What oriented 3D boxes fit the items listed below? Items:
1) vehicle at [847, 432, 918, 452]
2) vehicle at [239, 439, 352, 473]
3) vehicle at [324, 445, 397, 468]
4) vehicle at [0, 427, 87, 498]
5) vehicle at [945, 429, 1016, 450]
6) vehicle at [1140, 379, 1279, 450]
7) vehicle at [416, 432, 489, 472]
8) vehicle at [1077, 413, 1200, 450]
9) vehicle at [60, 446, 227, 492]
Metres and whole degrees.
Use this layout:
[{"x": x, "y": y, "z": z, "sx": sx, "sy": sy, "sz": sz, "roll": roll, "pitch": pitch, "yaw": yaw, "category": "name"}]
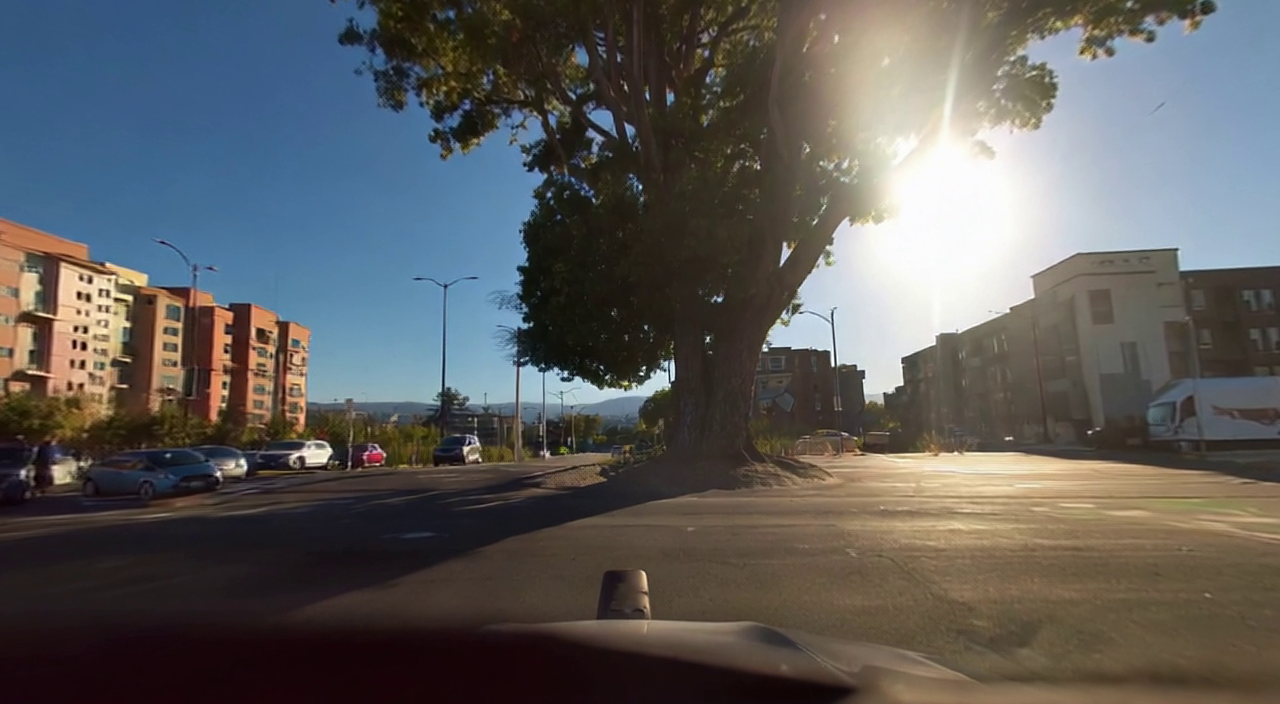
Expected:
[{"x": 18.187, "y": 6.761, "z": 47.305, "sx": 4.528, "sy": 1.458, "sz": 1.939, "roll": 1, "pitch": -7, "yaw": -4, "category": "vehicle"}, {"x": -17.549, "y": 5.268, "z": 32.302, "sx": 2.010, "sy": 1.583, "sz": 4.582, "roll": -6, "pitch": -10, "yaw": 34, "category": "vehicle"}, {"x": -19.970, "y": 7.481, "z": 45.227, "sx": 4.277, "sy": 1.527, "sz": 1.987, "roll": 0, "pitch": -8, "yaw": -3, "category": "vehicle"}, {"x": -21.609, "y": 3.726, "z": 21.450, "sx": 3.506, "sy": 2.261, "sz": 2.158, "roll": -1, "pitch": -8, "yaw": 5, "category": "vehicle"}, {"x": 25.739, "y": 6.621, "z": 47.728, "sx": 4.323, "sy": 1.507, "sz": 1.896, "roll": 0, "pitch": -8, "yaw": -4, "category": "vehicle"}, {"x": 33.317, "y": 3.413, "z": 33.823, "sx": 10.986, "sy": 3.604, "sz": 2.707, "roll": 0, "pitch": -9, "yaw": -6, "category": "vehicle"}, {"x": -8.487, "y": 4.584, "z": 29.008, "sx": 2.156, "sy": 1.620, "sz": 4.945, "roll": 2, "pitch": -9, "yaw": -4, "category": "vehicle"}, {"x": 29.087, "y": 4.651, "z": 36.922, "sx": 5.277, "sy": 2.032, "sz": 2.408, "roll": 1, "pitch": -7, "yaw": -3, "category": "vehicle"}, {"x": -16.469, "y": 3.858, "z": 21.041, "sx": 4.233, "sy": 1.432, "sz": 1.755, "roll": -1, "pitch": -8, "yaw": 6, "category": "vehicle"}]
